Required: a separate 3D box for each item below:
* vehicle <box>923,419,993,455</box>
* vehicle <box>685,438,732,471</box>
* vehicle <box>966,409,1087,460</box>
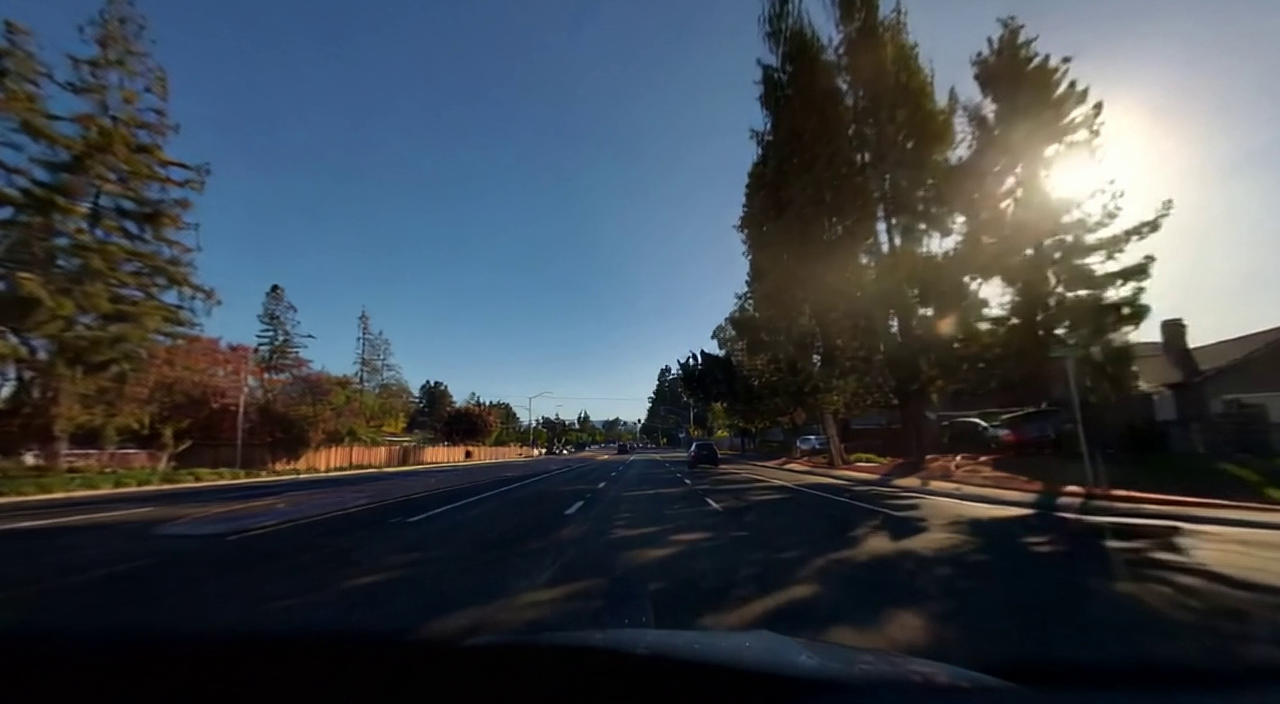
[{"bbox_3d":[16.268,4.406,32.460,1.853,1.704,4.060,-2,-9,7],"label":"vehicle"},{"bbox_3d":[3.866,5.911,36.455,2.114,1.780,4.445,0,-8,-1],"label":"vehicle"},{"bbox_3d":[15.498,3.388,25.678,2.084,1.868,5.067,-1,-8,5],"label":"vehicle"}]
